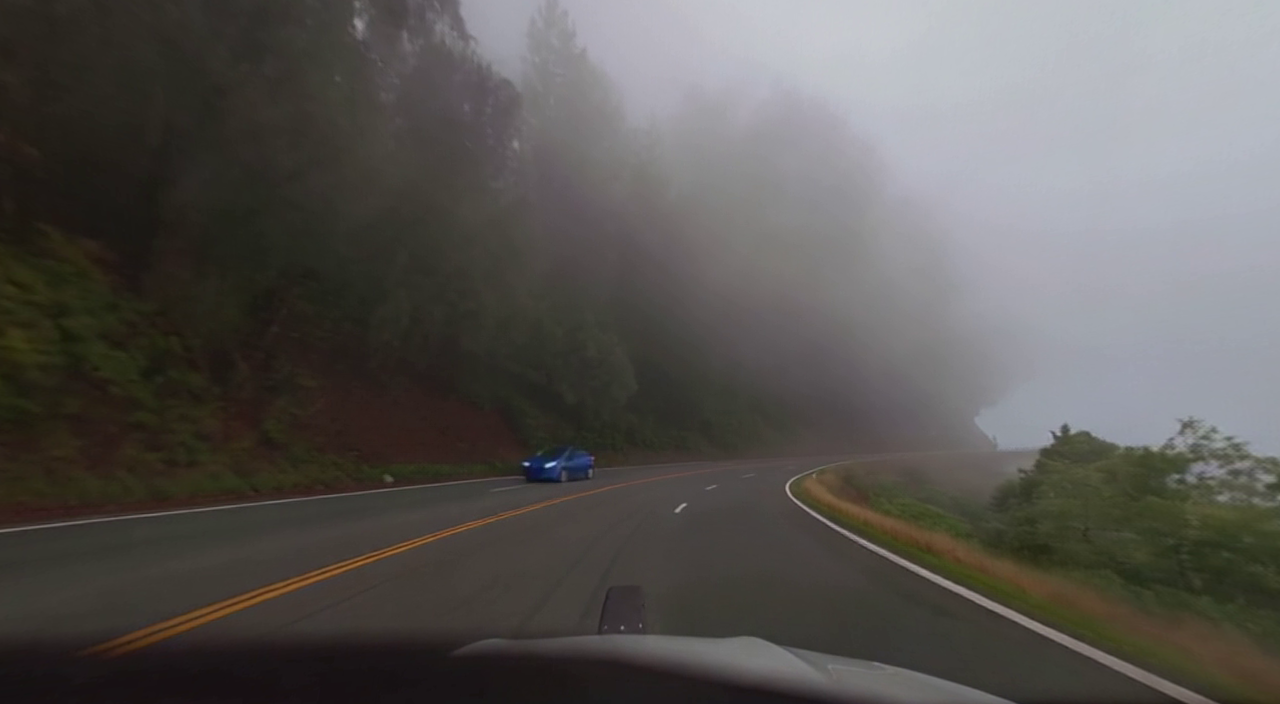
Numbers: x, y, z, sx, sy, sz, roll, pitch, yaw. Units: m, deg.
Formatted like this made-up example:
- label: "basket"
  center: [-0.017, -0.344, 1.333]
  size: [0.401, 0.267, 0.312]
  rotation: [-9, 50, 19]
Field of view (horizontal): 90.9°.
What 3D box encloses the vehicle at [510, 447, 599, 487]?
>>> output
- label: "vehicle"
  center: [-3.488, 4.826, 26.874]
  size: [2.111, 1.509, 4.823]
  rotation: [-2, -9, 14]
